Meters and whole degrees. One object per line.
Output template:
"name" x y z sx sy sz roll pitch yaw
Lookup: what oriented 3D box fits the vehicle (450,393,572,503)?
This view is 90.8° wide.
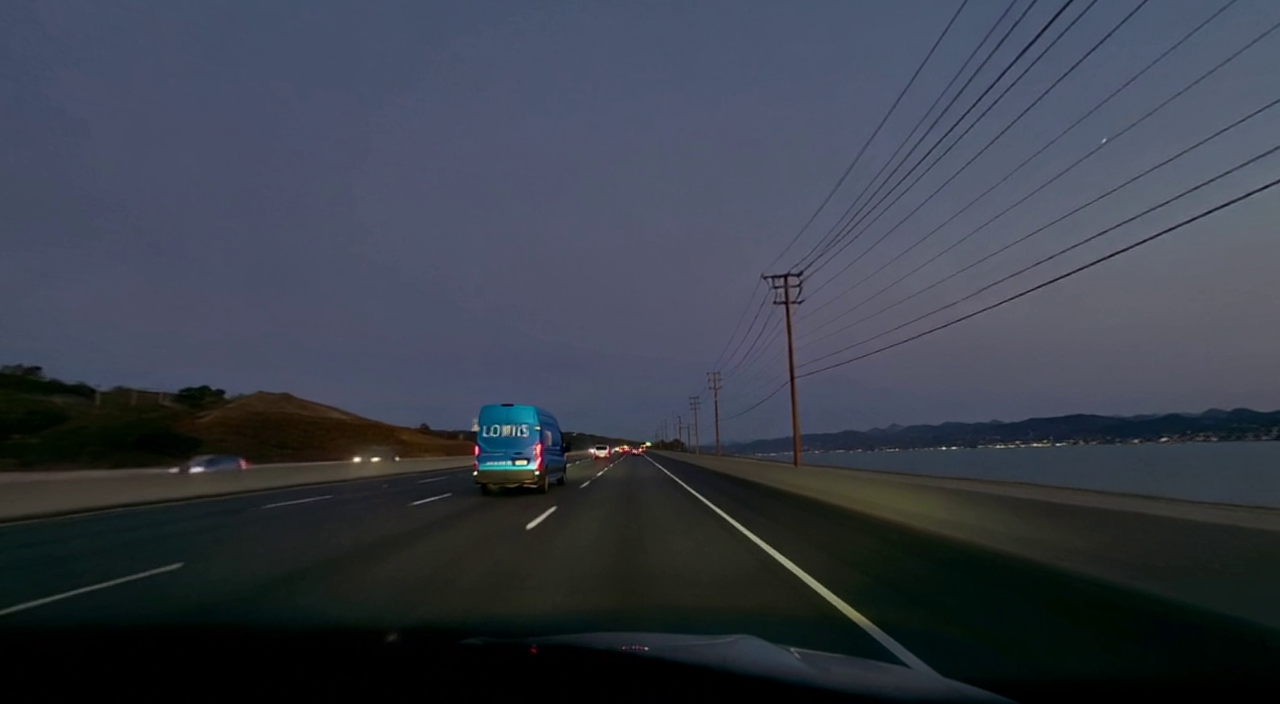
"vehicle" -3.634 2.921 19.413 2.331 2.757 6.581 -1 -9 0

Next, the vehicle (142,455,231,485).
"vehicle" -28.007 7.259 39.230 1.936 1.615 4.824 -1 -9 0
